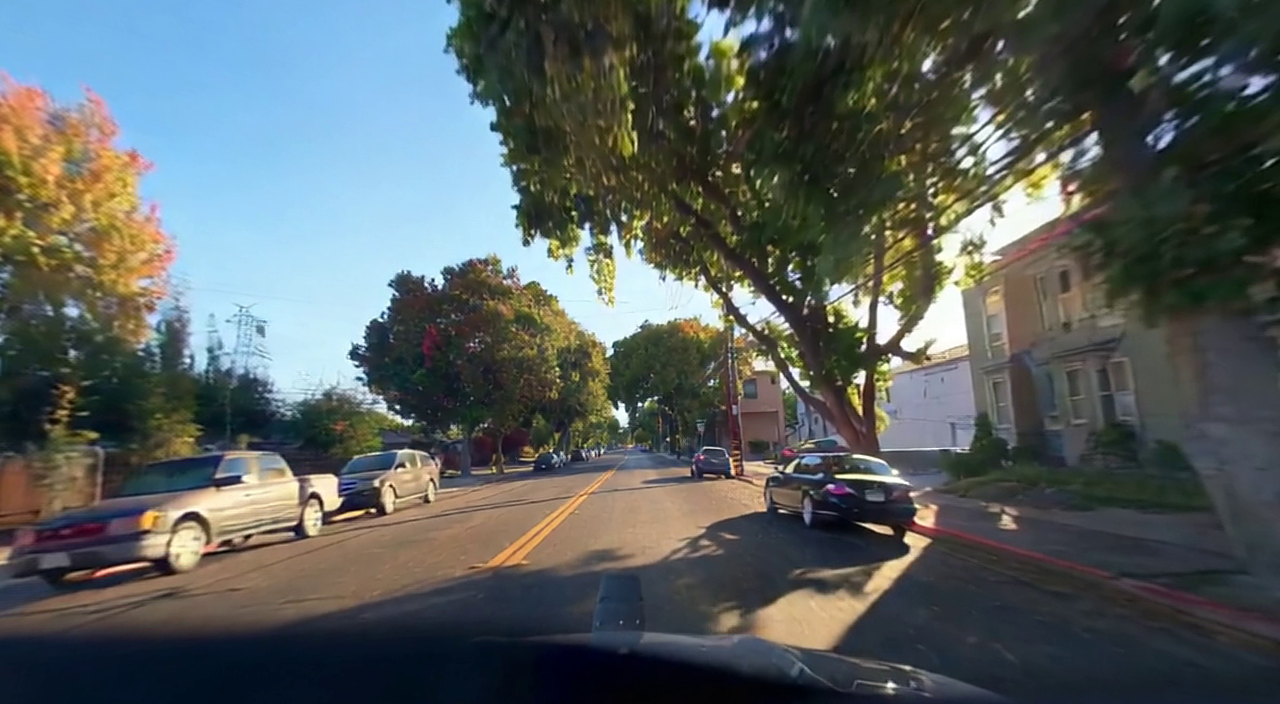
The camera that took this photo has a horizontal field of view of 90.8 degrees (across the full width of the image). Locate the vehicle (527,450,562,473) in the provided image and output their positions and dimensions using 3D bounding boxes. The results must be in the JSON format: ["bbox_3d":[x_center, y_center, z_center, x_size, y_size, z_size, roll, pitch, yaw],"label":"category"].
[{"bbox_3d":[-6.679,7.680,44.613,1.815,1.402,4.559,-4,-8,-2],"label":"vehicle"}]

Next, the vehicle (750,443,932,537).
[{"bbox_3d":[3.428,2.402,11.746,1.802,1.382,4.300,0,-8,-2],"label":"vehicle"}]

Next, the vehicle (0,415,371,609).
[{"bbox_3d":[-6.294,2.080,9.263,2.382,1.869,5.476,-4,-9,0],"label":"vehicle"}]

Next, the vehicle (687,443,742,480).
[{"bbox_3d":[3.154,4.702,27.425,1.843,1.495,3.930,0,-8,-1],"label":"vehicle"}]
